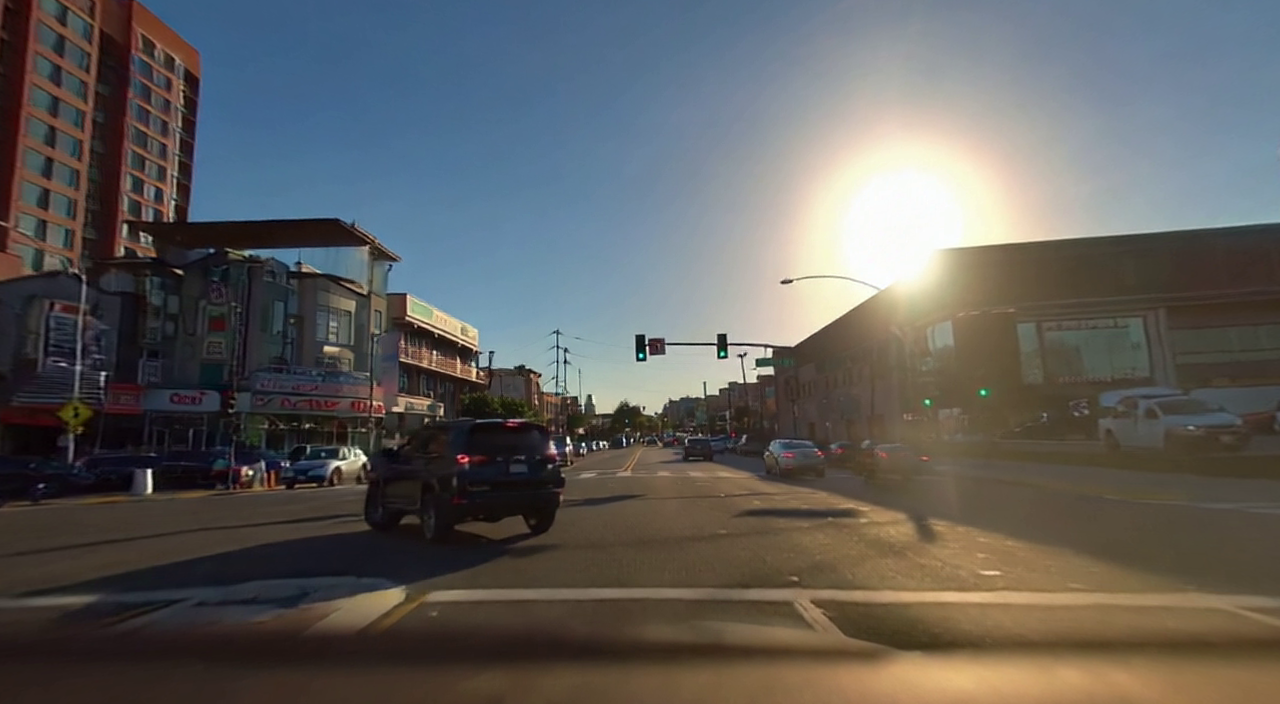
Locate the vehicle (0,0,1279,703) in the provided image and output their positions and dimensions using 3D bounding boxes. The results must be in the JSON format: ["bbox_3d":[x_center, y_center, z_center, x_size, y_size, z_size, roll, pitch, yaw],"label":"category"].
[{"bbox_3d":[-0.505,0.620,1.669,2.242,1.812,4.993,-3,-9,-1],"label":"vehicle"}]
